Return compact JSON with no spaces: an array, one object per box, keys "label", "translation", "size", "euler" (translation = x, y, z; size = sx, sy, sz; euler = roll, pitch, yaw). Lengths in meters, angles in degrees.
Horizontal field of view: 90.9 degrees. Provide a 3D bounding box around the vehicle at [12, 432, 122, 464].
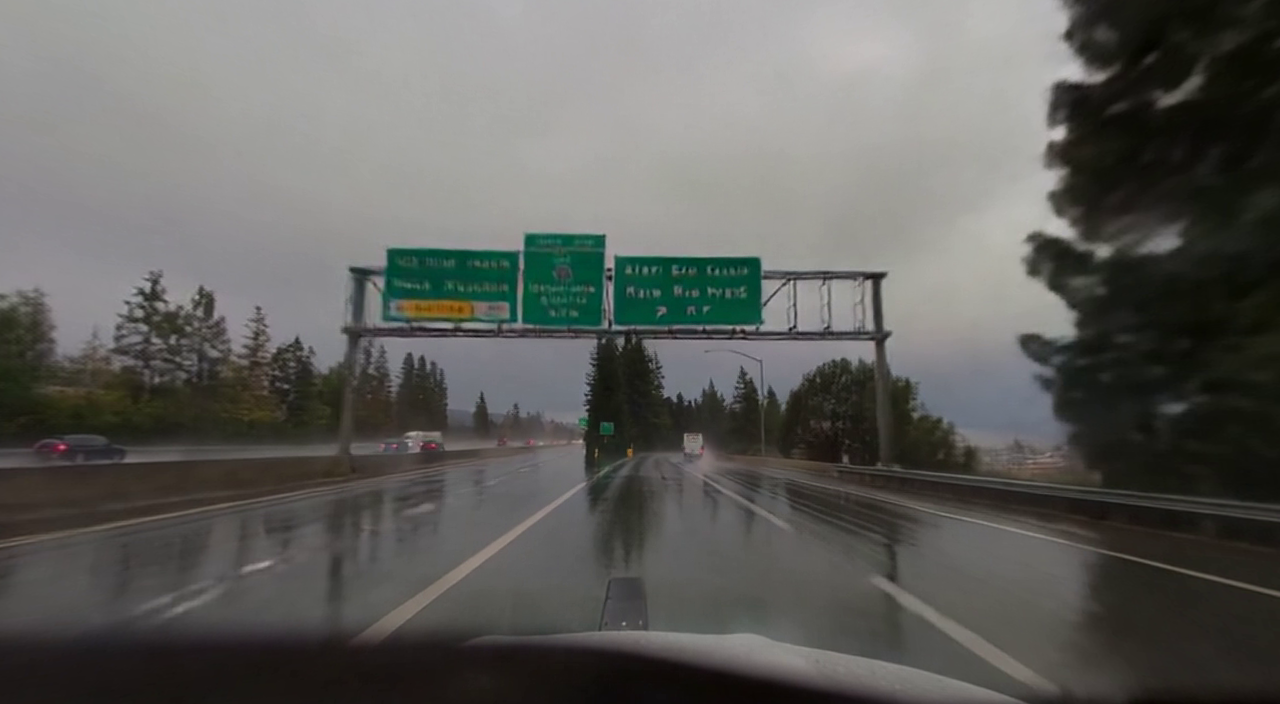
[{"label":"vehicle","translation":[-34.592,5.806,38.304],"size":[2.168,1.824,4.932],"euler":[1,-8,-3]}]
